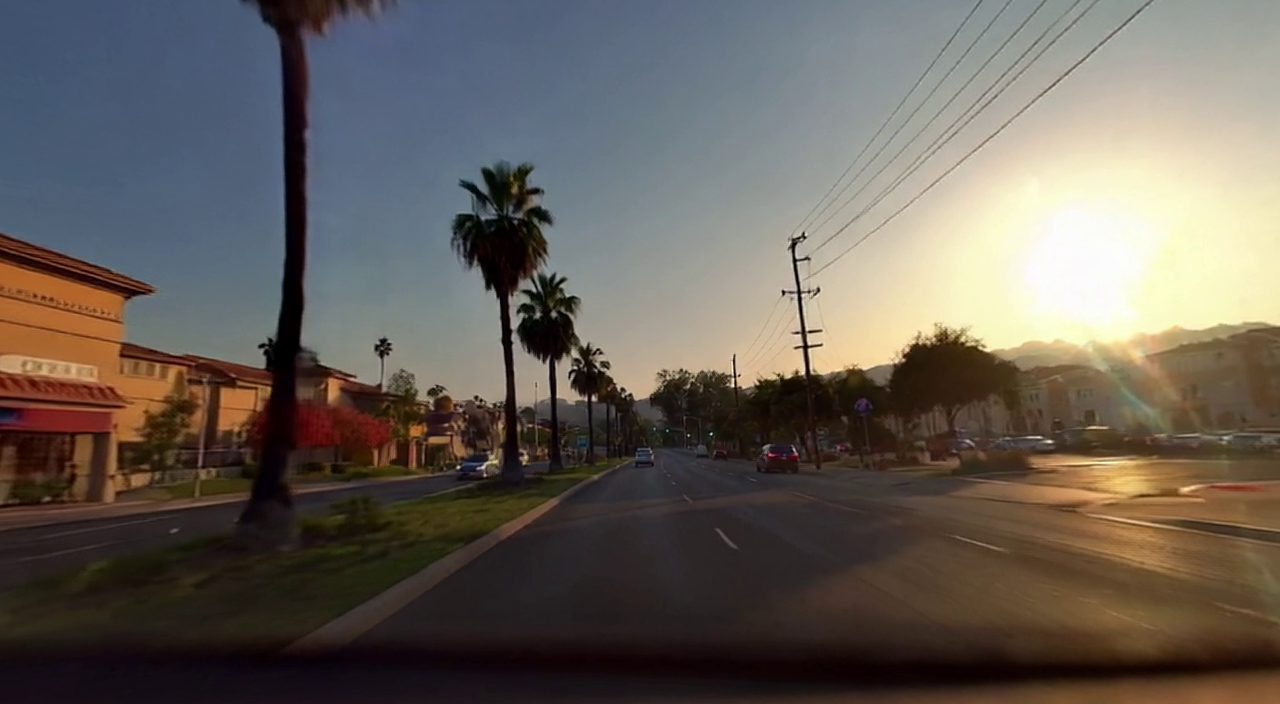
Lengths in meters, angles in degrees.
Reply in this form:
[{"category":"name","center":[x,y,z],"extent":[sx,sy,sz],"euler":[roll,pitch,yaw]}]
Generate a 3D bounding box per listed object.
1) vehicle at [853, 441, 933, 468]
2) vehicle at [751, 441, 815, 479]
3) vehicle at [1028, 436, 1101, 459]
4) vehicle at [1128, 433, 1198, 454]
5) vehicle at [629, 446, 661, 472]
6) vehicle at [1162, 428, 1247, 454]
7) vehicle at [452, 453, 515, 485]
[{"category":"vehicle","center":[18.856,7.624,47.019],"extent":[5.097,1.689,1.958],"euler":[-2,-6,0]},{"category":"vehicle","center":[7.121,5.428,31.917],"extent":[2.252,1.718,4.617],"euler":[0,-9,1]},{"category":"vehicle","center":[33.183,7.507,49.289],"extent":[4.194,1.724,1.946],"euler":[-1,-9,2]},{"category":"vehicle","center":[41.292,7.264,49.878],"extent":[1.840,1.574,4.197],"euler":[0,-8,-2]},{"category":"vehicle","center":[0.387,7.357,43.563],"extent":[2.138,1.702,4.168],"euler":[0,-9,1]},{"category":"vehicle","center":[43.959,6.955,49.188],"extent":[2.178,1.910,4.805],"euler":[0,-8,2]},{"category":"vehicle","center":[-8.303,6.230,33.817],"extent":[2.158,1.532,4.609],"euler":[0,-9,1]}]
